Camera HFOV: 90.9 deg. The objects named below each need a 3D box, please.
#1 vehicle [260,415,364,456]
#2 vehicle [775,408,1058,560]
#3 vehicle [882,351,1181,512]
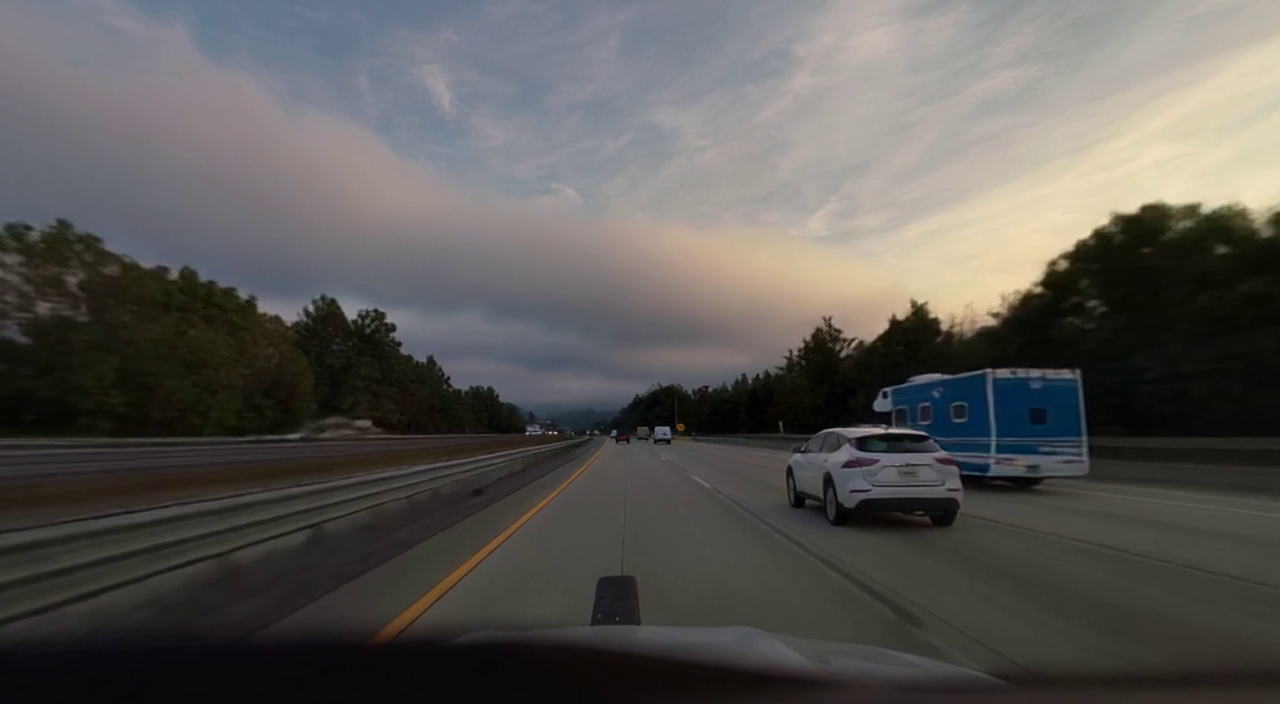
[{"bbox_3d":[-12.583,3.250,24.475,1.932,1.450,3.980,0,-8,-1],"label":"vehicle"},{"bbox_3d":[3.306,1.631,8.543,2.002,1.569,3.845,0,-8,-1],"label":"vehicle"},{"bbox_3d":[7.672,1.699,13.457,2.594,2.701,5.573,0,-8,-2],"label":"vehicle"}]
